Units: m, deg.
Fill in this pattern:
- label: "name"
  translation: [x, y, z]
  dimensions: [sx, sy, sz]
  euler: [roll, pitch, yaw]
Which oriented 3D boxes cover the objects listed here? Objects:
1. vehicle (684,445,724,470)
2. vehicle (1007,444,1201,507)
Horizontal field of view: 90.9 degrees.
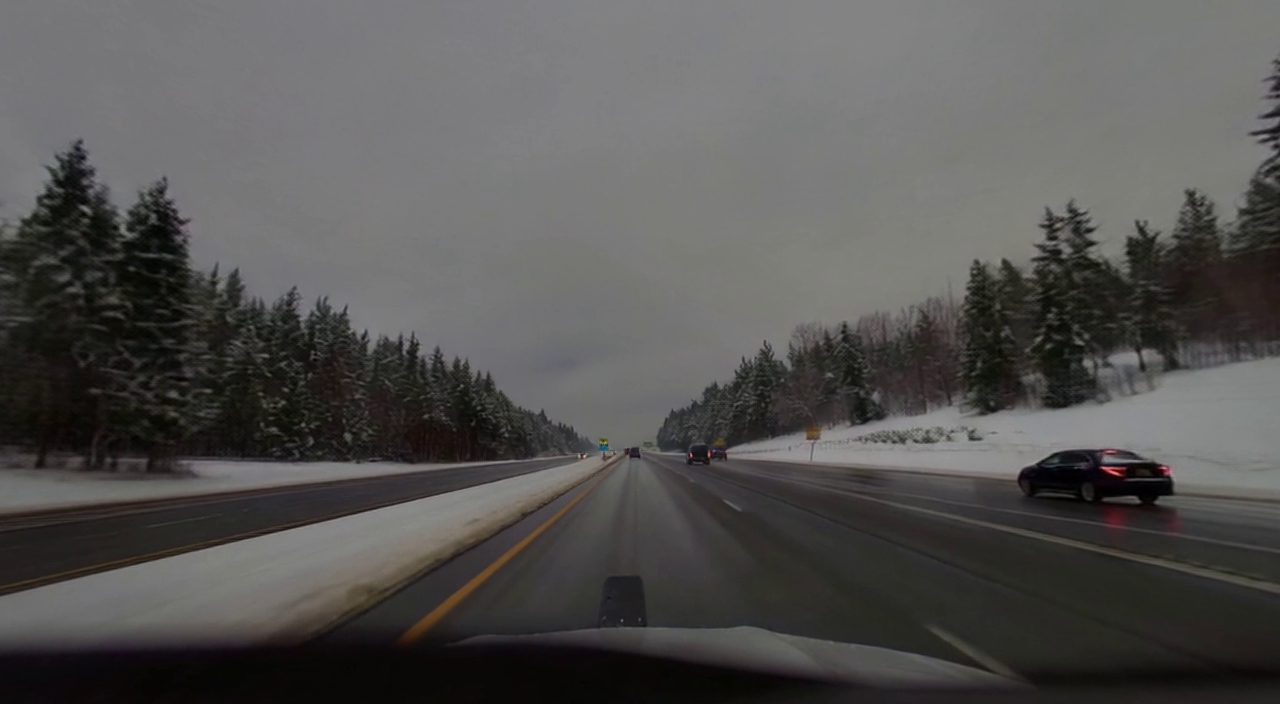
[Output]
- label: "vehicle"
  translation: [4.243, 7.047, 42.312]
  dimensions: [2.058, 1.605, 4.116]
  euler: [0, -9, -2]
- label: "vehicle"
  translation: [11.543, 3.064, 16.066]
  dimensions: [1.926, 1.386, 3.719]
  euler: [0, -9, -4]
